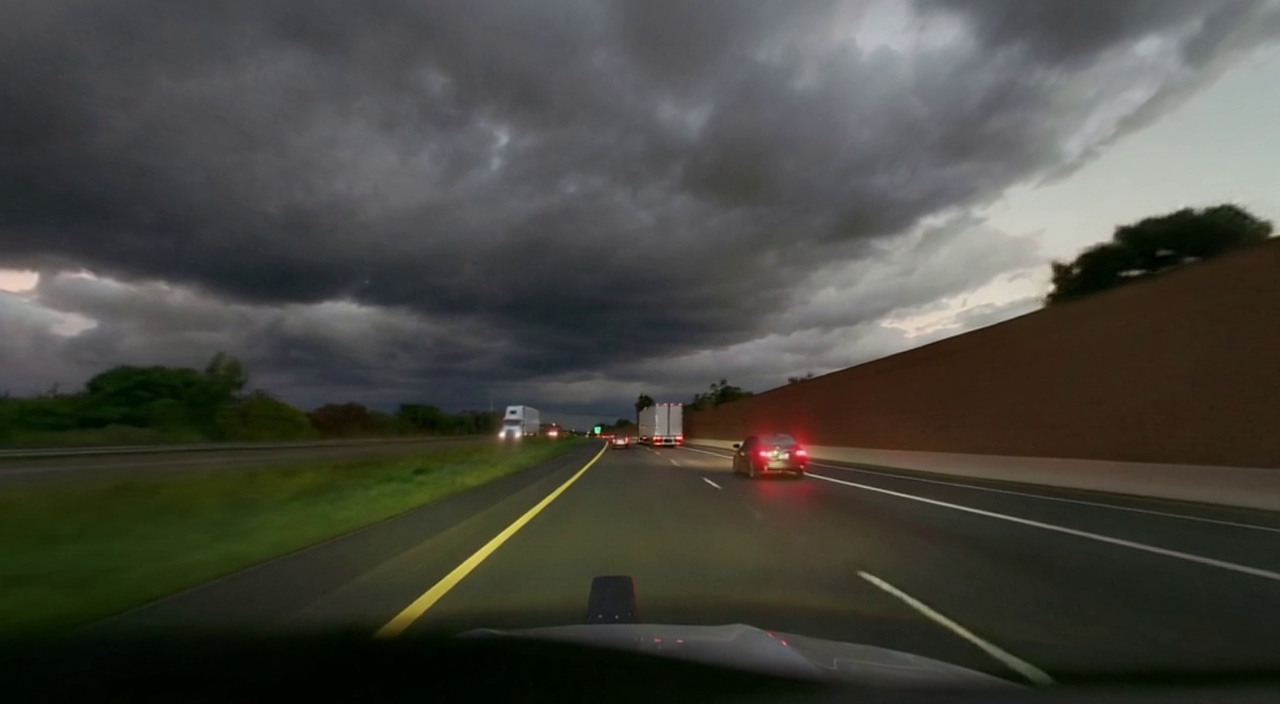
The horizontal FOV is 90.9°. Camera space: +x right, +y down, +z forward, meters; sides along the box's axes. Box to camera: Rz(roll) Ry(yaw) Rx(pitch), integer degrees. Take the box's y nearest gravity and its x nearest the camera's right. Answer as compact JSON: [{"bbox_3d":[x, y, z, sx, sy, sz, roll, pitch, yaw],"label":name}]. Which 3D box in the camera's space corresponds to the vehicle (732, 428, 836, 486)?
[{"bbox_3d":[3.949,2.923,18.020,1.813,1.454,4.197,0,-7,-2],"label":"vehicle"}]
